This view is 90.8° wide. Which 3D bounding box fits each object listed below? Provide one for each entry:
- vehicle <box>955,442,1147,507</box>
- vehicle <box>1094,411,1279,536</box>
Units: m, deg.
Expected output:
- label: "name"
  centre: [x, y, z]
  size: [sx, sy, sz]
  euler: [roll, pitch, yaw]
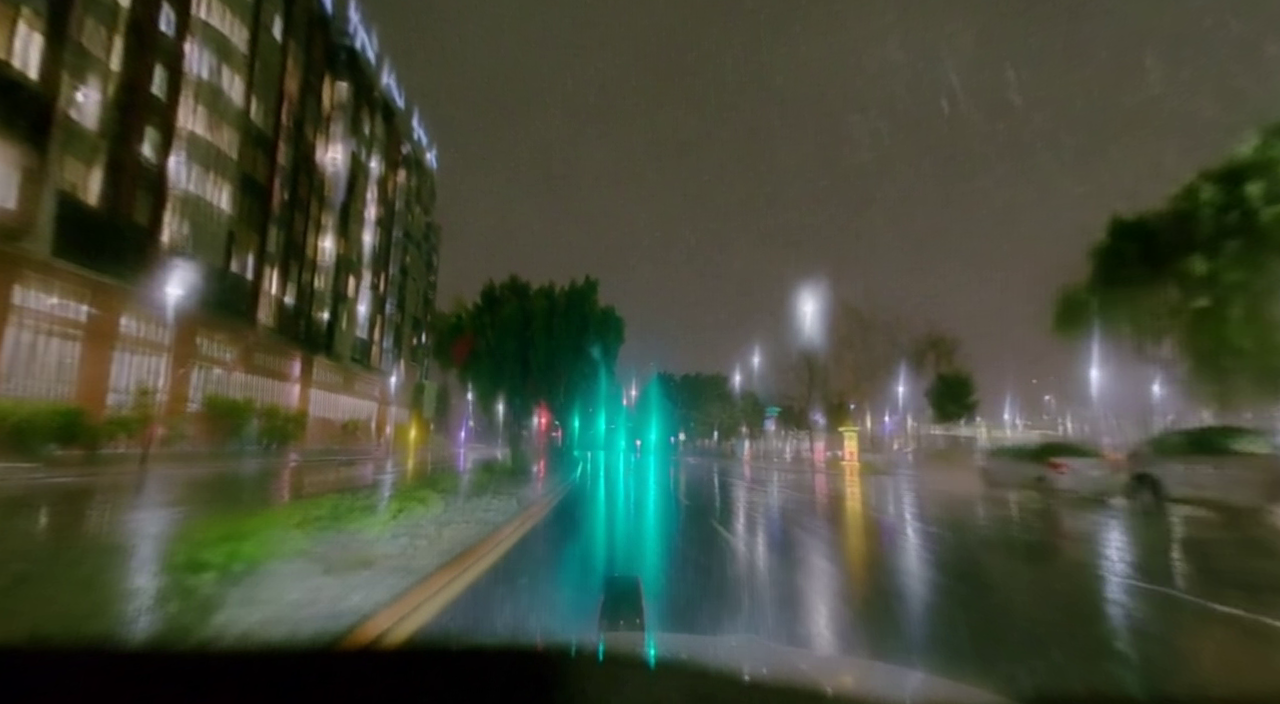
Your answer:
- label: "vehicle"
  centre: [10.480, 3.116, 16.644]
  size: [1.891, 1.460, 4.514]
  euler: [0, -9, -2]
- label: "vehicle"
  centre: [10.585, 1.959, 10.426]
  size: [2.211, 1.831, 5.275]
  euler: [0, -9, 0]
